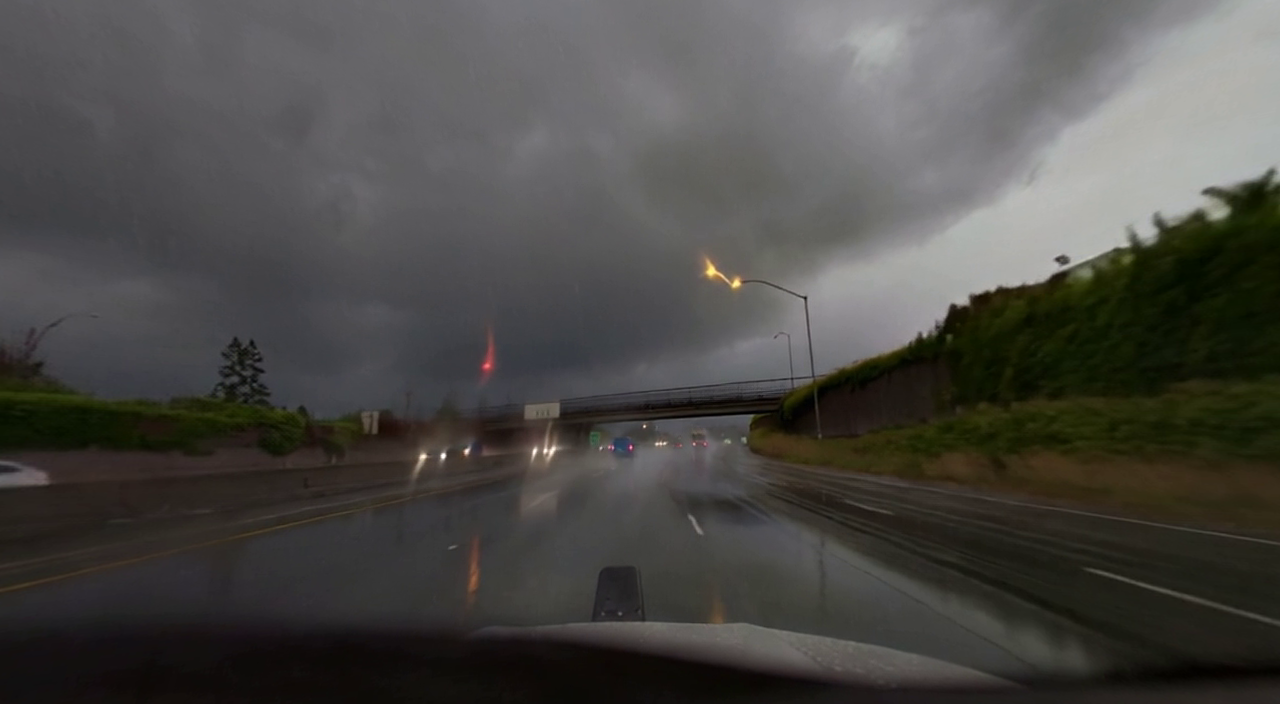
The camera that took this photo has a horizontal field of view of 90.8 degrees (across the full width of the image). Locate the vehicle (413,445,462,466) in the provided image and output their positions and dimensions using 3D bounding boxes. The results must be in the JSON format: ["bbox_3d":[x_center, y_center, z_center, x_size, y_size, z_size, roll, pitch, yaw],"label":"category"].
[{"bbox_3d":[-15.805,8.055,49.522,1.978,1.510,4.771,-1,-8,4],"label":"vehicle"}]
